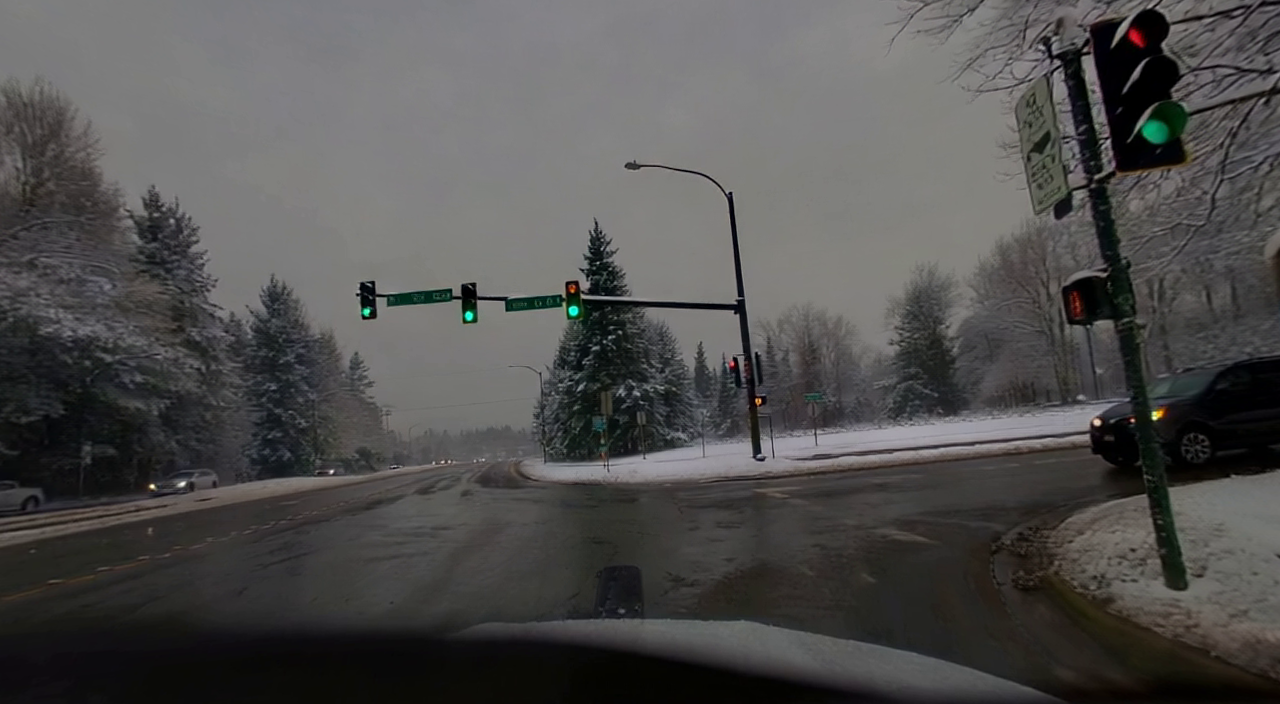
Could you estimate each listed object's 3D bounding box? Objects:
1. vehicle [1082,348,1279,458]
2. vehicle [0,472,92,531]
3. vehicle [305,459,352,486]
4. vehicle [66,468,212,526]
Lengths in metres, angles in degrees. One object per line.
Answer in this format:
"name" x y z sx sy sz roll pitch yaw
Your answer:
"vehicle" 10.649 1.067 11.784 1.855 1.669 4.529 -3 -9 6
"vehicle" -22.643 5.499 23.087 2.084 1.775 4.176 -5 -7 -11
"vehicle" -21.681 8.394 44.107 1.986 1.492 4.332 -3 -8 -13
"vehicle" -17.408 4.997 22.297 2.078 1.486 4.629 -3 -8 -11
